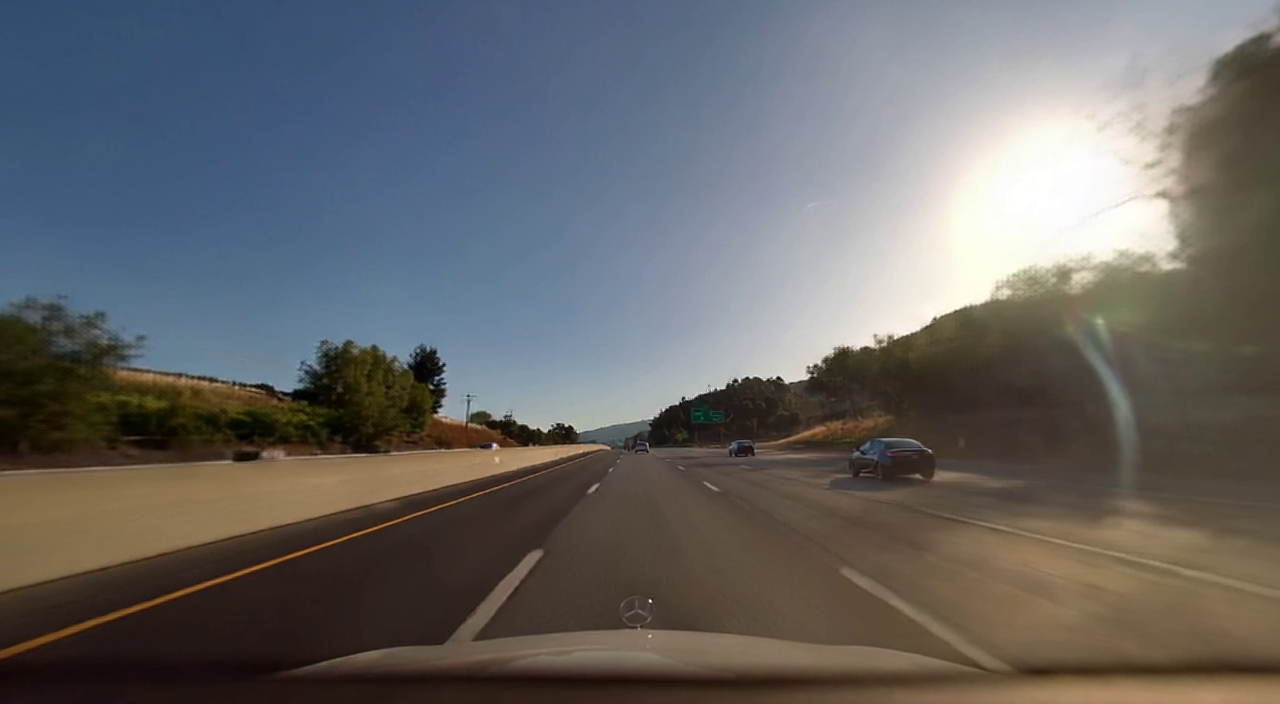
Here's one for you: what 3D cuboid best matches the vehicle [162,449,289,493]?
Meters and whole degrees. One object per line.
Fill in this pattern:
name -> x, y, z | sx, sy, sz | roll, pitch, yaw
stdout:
vehicle -> -15.879, 4.552, 24.443 | 1.907, 1.498, 4.414 | 0, -9, 0

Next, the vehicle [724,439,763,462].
vehicle -> 7.428, 7.114, 45.644 | 2.053, 1.553, 4.463 | 0, -9, -1

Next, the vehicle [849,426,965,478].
vehicle -> 11.038, 4.204, 26.654 | 2.387, 1.936, 5.646 | 0, -9, 0
